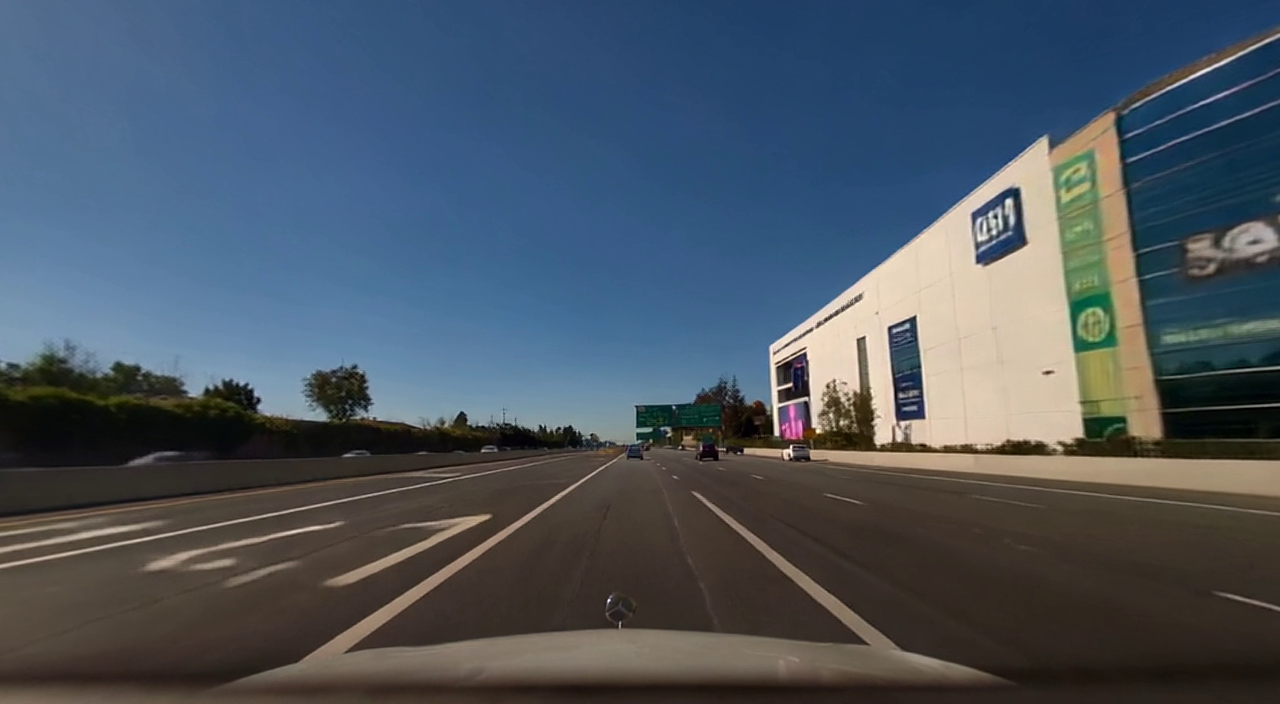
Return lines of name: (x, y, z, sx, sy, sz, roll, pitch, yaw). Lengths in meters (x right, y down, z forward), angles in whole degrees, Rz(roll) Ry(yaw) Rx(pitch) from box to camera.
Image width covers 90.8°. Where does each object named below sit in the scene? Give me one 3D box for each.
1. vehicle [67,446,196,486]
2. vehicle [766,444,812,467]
vehicle: (-22.937, 5.120, 28.797, 2.035, 1.568, 4.785, 1, -8, -3)
vehicle: (10.211, 7.117, 43.607, 1.953, 1.473, 4.512, 0, -8, -1)
